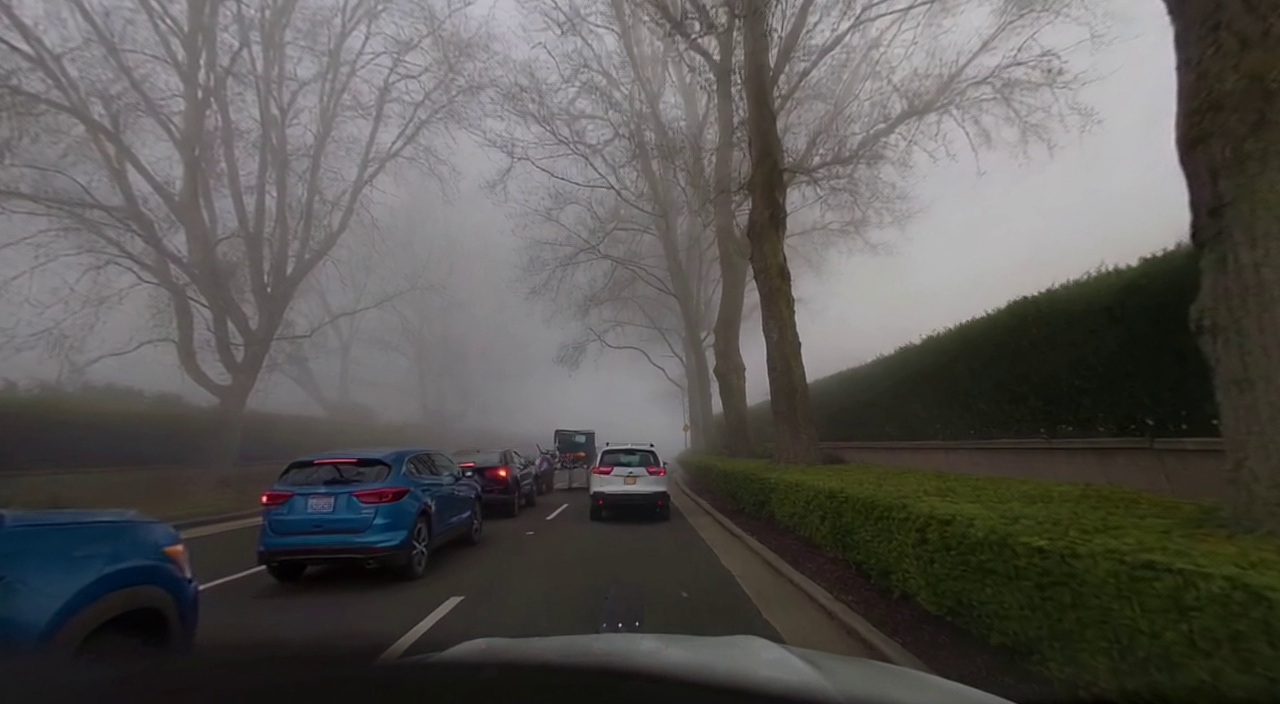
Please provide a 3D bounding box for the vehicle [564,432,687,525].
[{"bbox_3d":[-0.285,2.528,13.008,2.154,1.581,4.007,0,-9,-1],"label":"vehicle"}]

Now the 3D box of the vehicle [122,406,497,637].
[{"bbox_3d":[-3.393,1.772,7.647,2.256,1.728,4.421,-6,-8,-2],"label":"vehicle"}]

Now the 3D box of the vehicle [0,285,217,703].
[{"bbox_3d":[-3.276,0.591,0.627,2.205,1.913,5.327,-5,-8,-2],"label":"vehicle"}]
